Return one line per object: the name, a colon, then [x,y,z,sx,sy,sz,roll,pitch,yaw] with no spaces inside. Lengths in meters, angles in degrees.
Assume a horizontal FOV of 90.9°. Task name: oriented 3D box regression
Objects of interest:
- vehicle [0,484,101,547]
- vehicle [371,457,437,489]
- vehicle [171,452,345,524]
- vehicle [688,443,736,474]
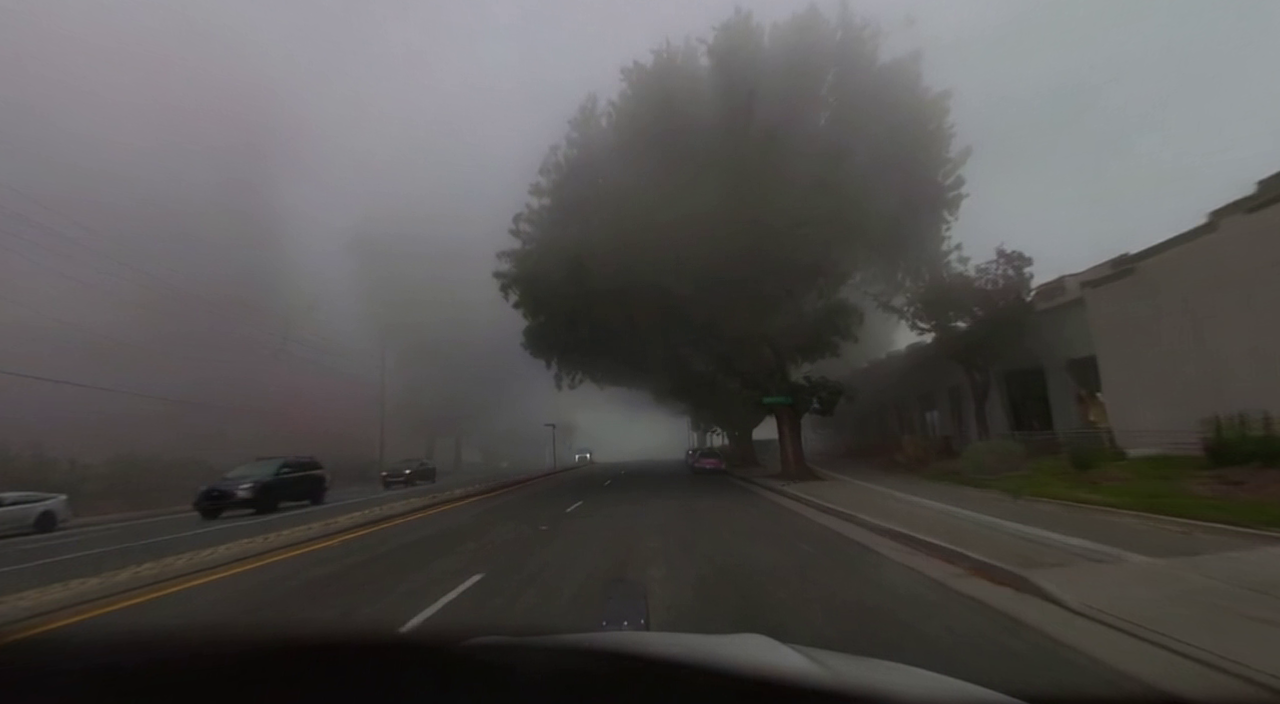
vehicle: [-17.808,4.480,17.115,1.902,1.484,4.908,-1,-9,2]
vehicle: [-13.718,7.046,36.978,1.915,1.505,4.726,-4,-9,3]
vehicle: [-11.125,3.936,18.902,2.079,1.812,4.757,0,-9,2]
vehicle: [3.772,5.677,33.765,2.041,1.523,4.281,0,-9,0]
